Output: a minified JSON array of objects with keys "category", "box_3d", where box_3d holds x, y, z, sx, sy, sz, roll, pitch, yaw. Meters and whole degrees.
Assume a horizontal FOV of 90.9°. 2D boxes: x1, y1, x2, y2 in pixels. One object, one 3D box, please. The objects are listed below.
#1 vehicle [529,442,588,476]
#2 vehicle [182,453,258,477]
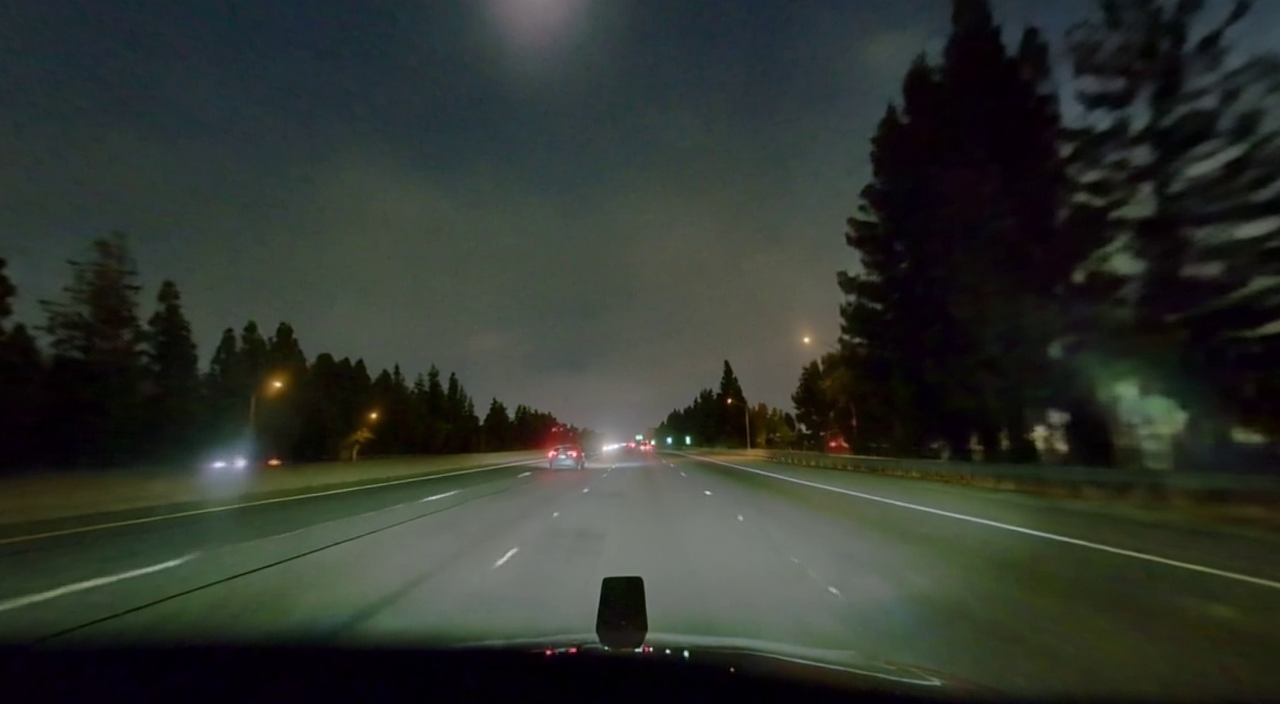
[{"category":"vehicle","box_3d":[-3.674,4.934,29.309,2.128,1.450,4.078,0,-8,1]},{"category":"vehicle","box_3d":[-27.837,7.461,41.986,1.834,1.438,4.551,0,-8,1]}]
